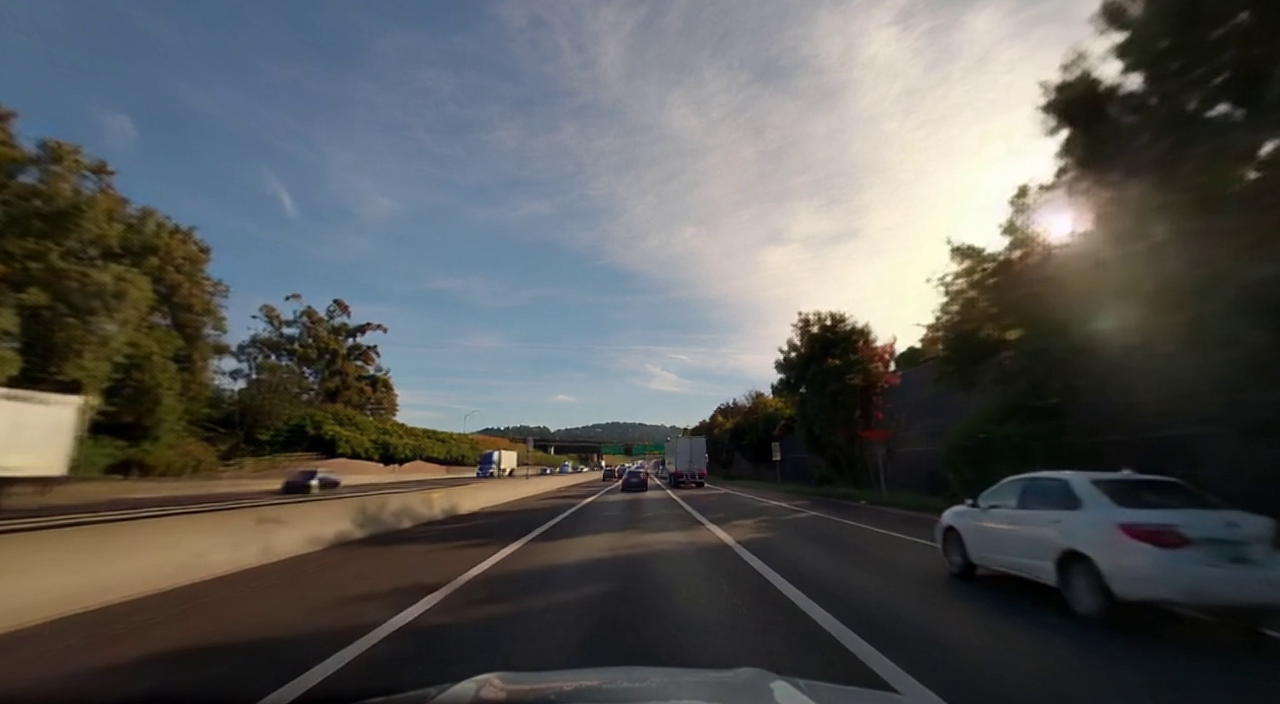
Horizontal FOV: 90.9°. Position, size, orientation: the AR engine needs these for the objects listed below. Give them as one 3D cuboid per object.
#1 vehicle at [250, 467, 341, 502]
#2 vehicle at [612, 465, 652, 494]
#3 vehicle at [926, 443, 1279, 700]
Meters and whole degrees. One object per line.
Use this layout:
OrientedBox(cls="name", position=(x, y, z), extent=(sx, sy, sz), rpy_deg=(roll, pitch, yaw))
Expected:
OrientedBox(cls="vehicle", position=(-16.283, 6.263, 30.047), extent=(1.897, 1.510, 4.299), rpy_deg=(1, -10, 0))
OrientedBox(cls="vehicle", position=(-0.464, 6.926, 34.338), extent=(2.010, 1.436, 3.973), rpy_deg=(1, -10, -1))
OrientedBox(cls="vehicle", position=(4.649, 1.689, 5.858), extent=(1.897, 1.476, 4.334), rpy_deg=(1, -10, -1))
